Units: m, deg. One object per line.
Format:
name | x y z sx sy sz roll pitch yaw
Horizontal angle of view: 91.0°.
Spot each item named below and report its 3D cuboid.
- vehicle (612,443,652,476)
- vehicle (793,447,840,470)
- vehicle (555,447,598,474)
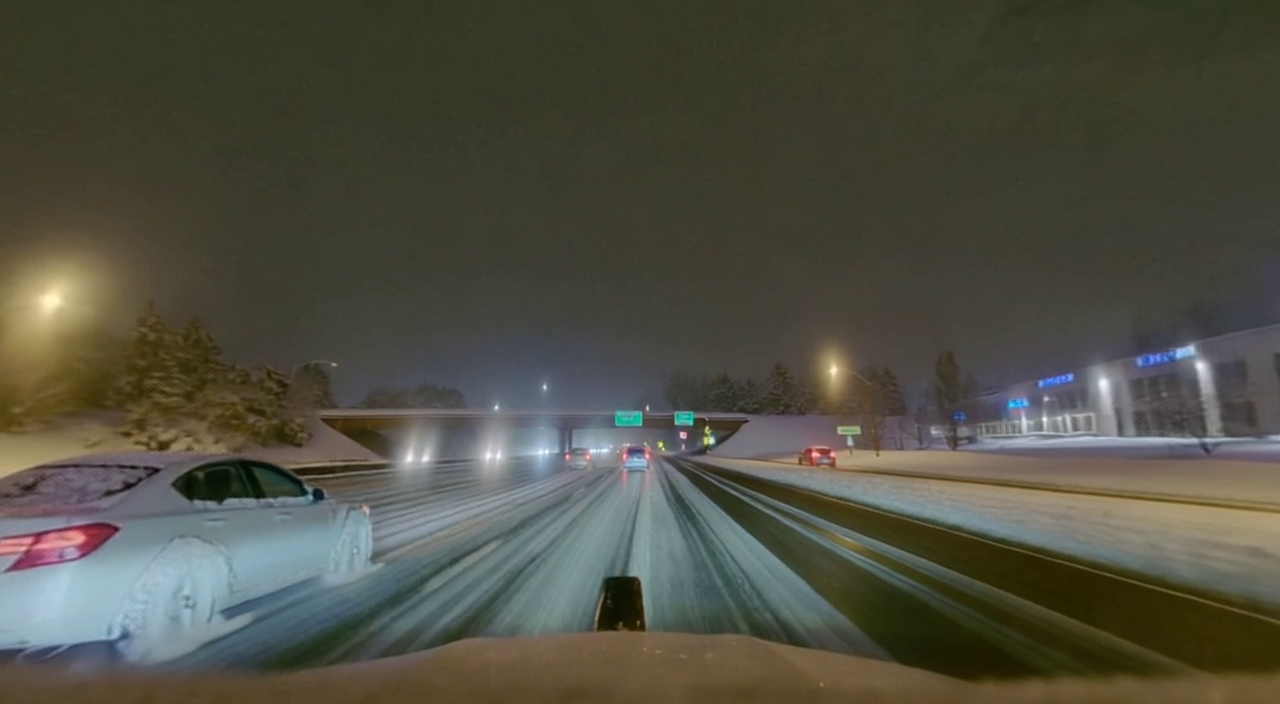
vehicle | -0.373 5.910 34.889 2.102 1.692 4.057 0 -9 1
vehicle | 13.864 8.376 49.749 2.246 1.760 4.640 0 -9 -1
vehicle | -3.848 6.654 38.835 2.071 1.553 4.388 0 -9 2
